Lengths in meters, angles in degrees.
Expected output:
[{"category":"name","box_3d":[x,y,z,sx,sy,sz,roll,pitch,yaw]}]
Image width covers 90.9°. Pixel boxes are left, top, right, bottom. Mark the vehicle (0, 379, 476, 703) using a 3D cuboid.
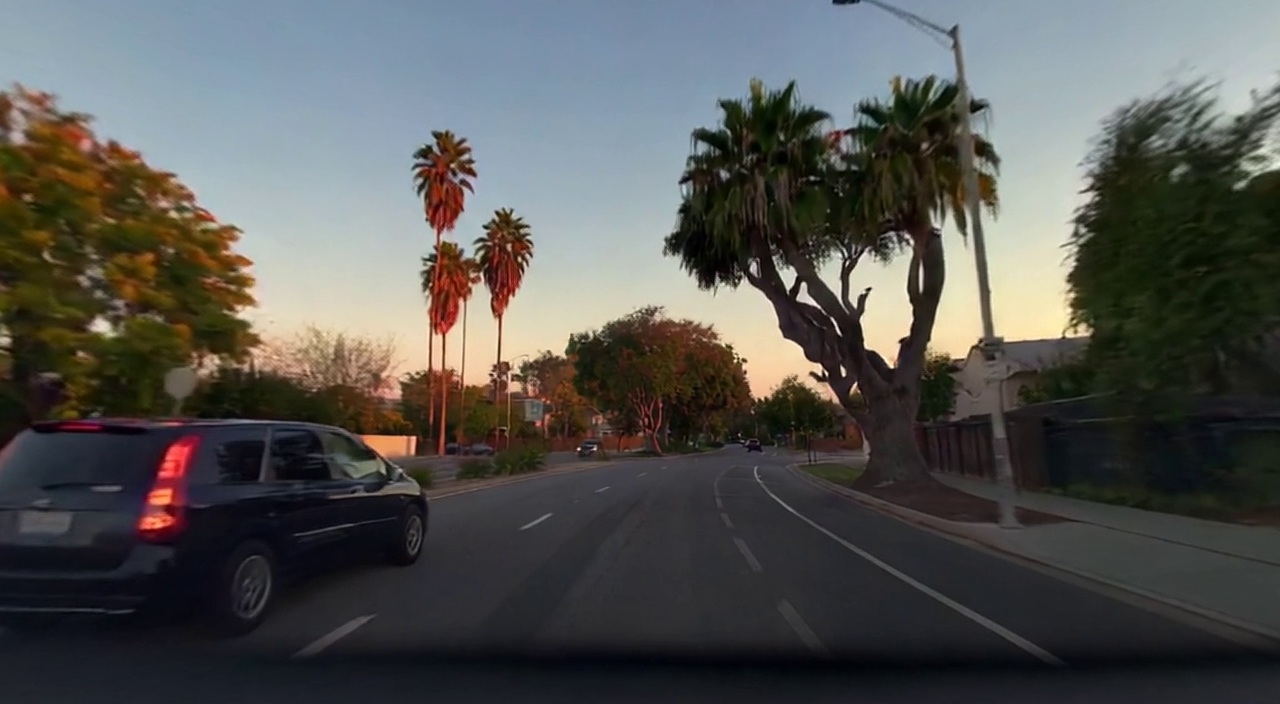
[{"category":"vehicle","box_3d":[-3.220,1.230,5.409,2.075,1.498,4.730,0,-9,4]}]
